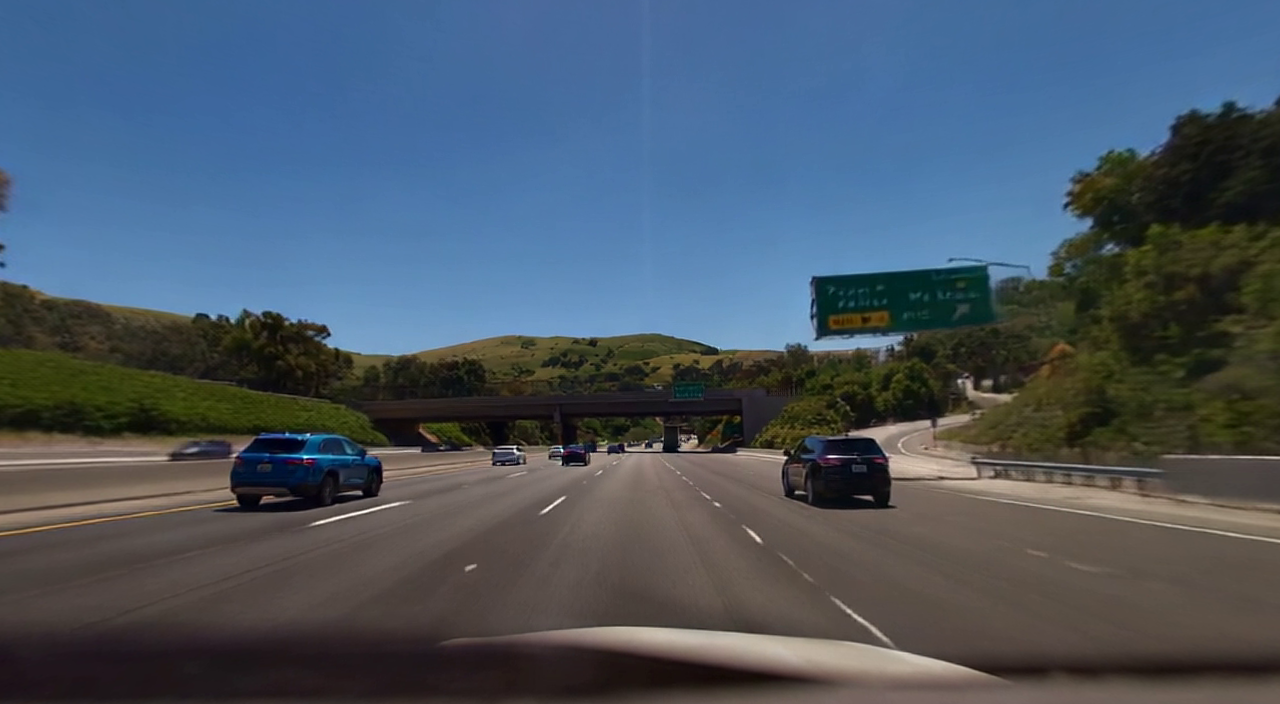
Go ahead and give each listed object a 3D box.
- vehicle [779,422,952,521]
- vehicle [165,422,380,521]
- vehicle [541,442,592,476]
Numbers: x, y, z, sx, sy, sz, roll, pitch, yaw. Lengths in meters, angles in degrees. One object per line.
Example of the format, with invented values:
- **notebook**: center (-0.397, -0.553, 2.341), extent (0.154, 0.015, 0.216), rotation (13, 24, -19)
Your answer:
- **vehicle**: center (4.469, 2.443, 13.423), extent (1.950, 1.719, 4.545), rotation (0, -9, 0)
- **vehicle**: center (-7.196, 2.374, 13.006), extent (1.860, 1.694, 4.173), rotation (0, -9, 0)
- **vehicle**: center (-3.437, 5.108, 30.379), extent (1.925, 1.509, 4.363), rotation (0, -9, 0)
